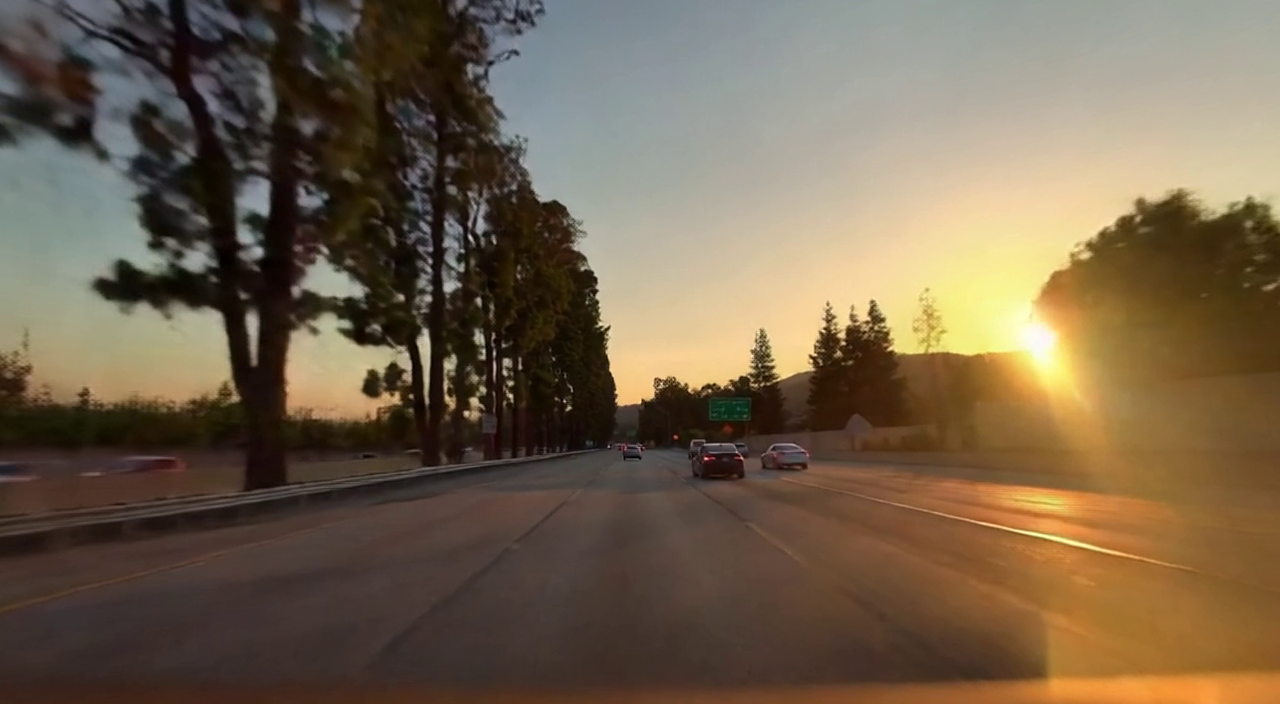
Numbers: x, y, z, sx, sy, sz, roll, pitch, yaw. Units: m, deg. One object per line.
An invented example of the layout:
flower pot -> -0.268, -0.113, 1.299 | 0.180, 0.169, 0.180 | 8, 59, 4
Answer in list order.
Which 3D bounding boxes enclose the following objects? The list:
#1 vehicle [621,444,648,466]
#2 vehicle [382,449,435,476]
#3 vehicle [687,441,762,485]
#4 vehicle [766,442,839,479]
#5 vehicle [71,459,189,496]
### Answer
vehicle -> -0.474, 7.944, 48.942 | 2.029, 1.595, 4.207 | 0, -9, -2
vehicle -> -16.142, 7.687, 44.313 | 1.941, 1.673, 5.093 | 1, -8, -2
vehicle -> 3.082, 4.157, 24.032 | 2.076, 1.472, 4.562 | 0, -9, -2
vehicle -> 7.076, 4.782, 28.069 | 1.946, 1.497, 4.467 | 0, -9, -2
vehicle -> -23.263, 5.702, 29.059 | 1.792, 1.469, 4.427 | 0, -9, -1
